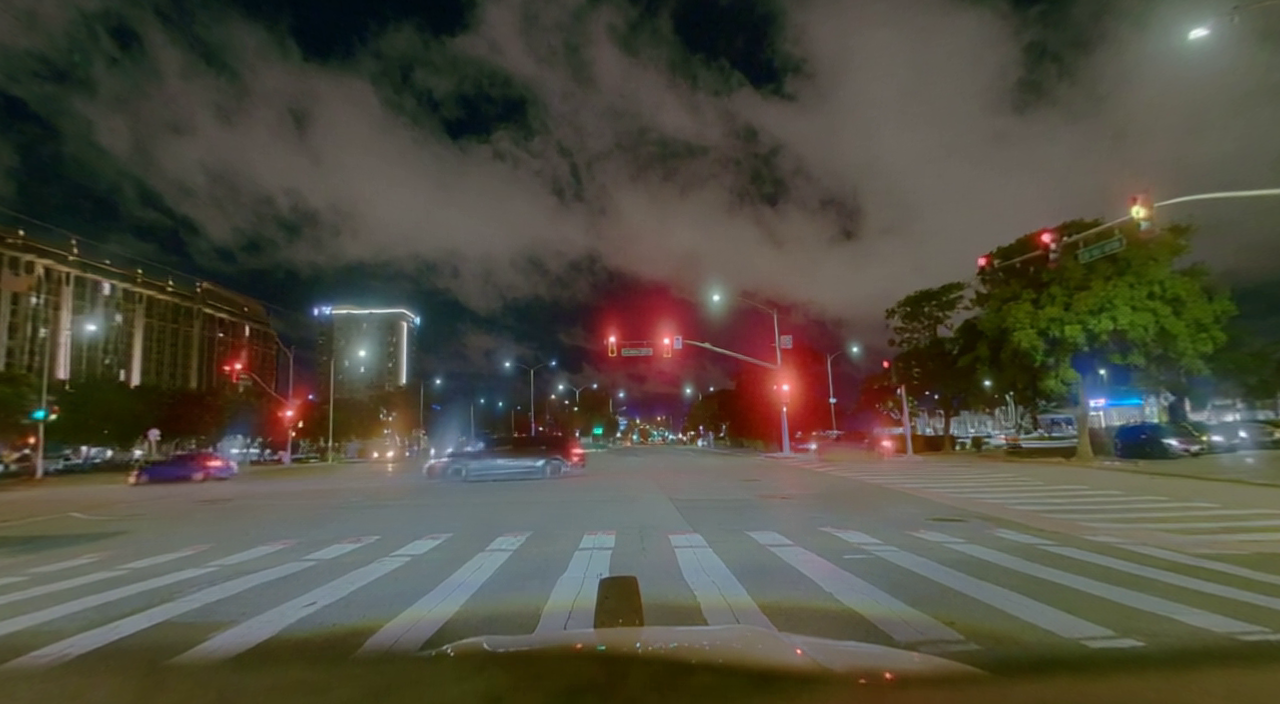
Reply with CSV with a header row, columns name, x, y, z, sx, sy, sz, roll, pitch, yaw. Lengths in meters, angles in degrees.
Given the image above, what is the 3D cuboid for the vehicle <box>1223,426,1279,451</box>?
name,x,y,z,sx,sy,sz,roll,pitch,yaw
vehicle,42.238,5.737,41.947,2.037,1.614,5.175,0,-8,0

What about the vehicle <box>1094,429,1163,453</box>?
name,x,y,z,sx,sy,sz,roll,pitch,yaw
vehicle,33.227,6.095,43.114,2.090,1.494,4.321,-3,-9,14

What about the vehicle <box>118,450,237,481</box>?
name,x,y,z,sx,sy,sz,roll,pitch,yaw
vehicle,-21.029,5.178,28.851,4.046,1.306,1.719,0,-8,0

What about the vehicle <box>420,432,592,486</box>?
name,x,y,z,sx,sy,sz,roll,pitch,yaw
vehicle,-4.072,3.236,19.426,4.916,1.504,1.846,2,-9,-15

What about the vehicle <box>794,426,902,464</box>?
name,x,y,z,sx,sy,sz,roll,pitch,yaw
vehicle,9.992,4.488,30.421,4.571,1.698,1.977,-5,-10,28

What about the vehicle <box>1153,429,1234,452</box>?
name,x,y,z,sx,sy,sz,roll,pitch,yaw
vehicle,36.550,5.876,41.856,1.726,1.429,4.163,-1,-8,2
